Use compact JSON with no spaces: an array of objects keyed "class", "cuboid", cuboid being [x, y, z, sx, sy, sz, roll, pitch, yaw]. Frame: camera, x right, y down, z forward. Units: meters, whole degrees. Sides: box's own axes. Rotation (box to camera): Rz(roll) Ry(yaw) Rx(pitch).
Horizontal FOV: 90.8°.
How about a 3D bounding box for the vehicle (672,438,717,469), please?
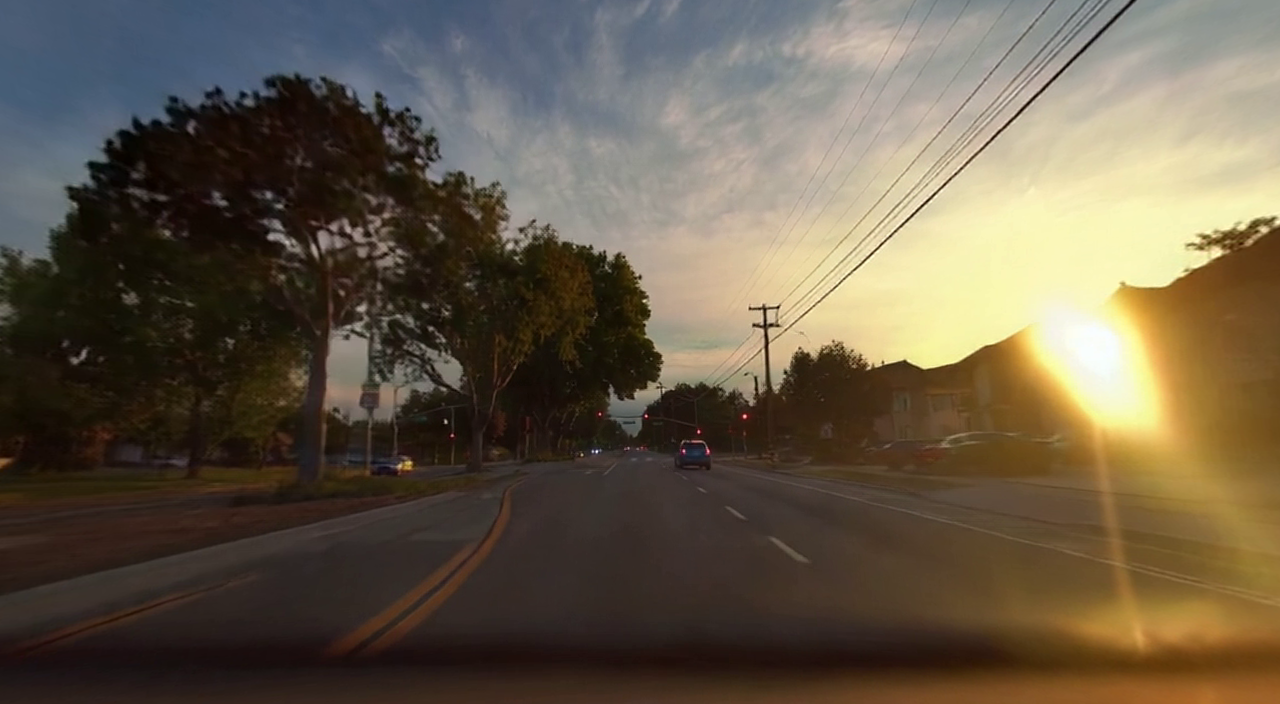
[{"class":"vehicle","cuboid":[3.405,6.468,40.420,2.229,1.795,4.927,0,-9,-2]}]
